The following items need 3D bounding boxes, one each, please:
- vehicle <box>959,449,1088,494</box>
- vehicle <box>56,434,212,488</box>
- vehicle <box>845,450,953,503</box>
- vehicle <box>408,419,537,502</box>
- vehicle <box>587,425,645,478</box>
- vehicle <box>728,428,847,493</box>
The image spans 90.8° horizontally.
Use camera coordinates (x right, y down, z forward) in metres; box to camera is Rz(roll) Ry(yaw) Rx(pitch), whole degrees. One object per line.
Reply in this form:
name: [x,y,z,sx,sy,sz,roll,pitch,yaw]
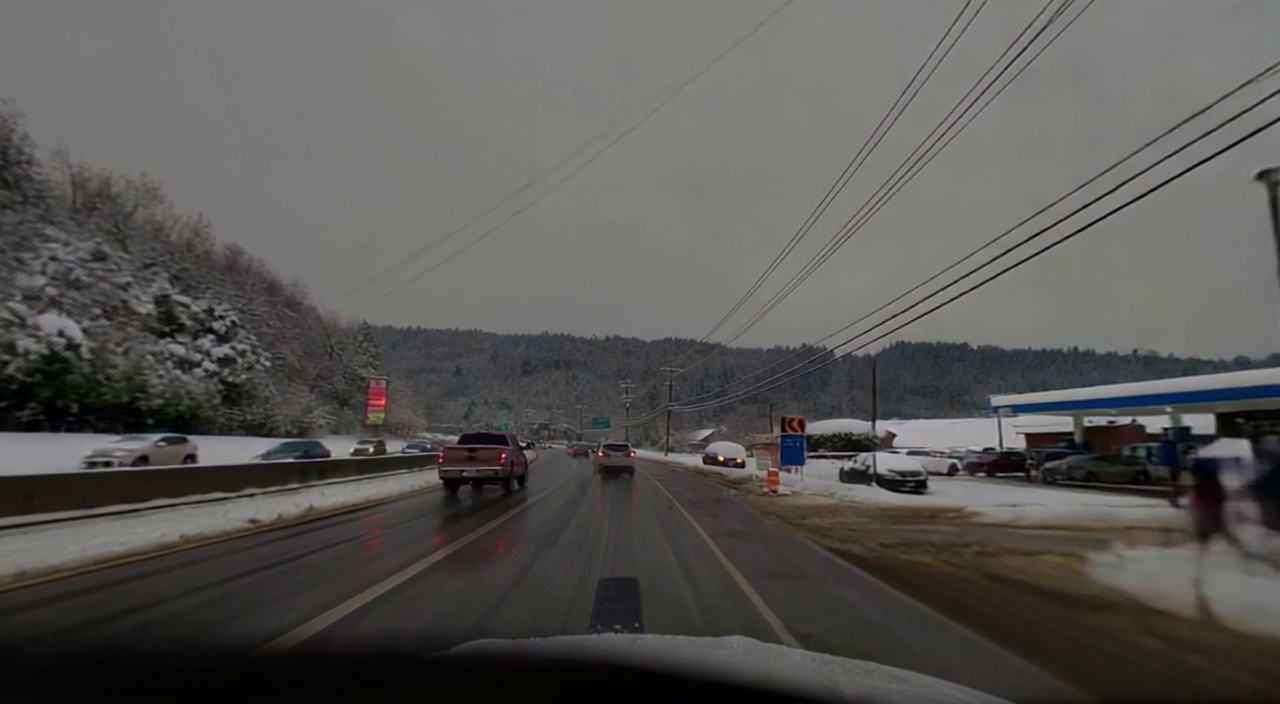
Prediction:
vehicle: [17.000,5.278,28.350,1.986,1.771,4.809,2,-9,-15]
vehicle: [-17.546,3.791,22.265,1.972,1.677,4.443,0,-9,-3]
vehicle: [8.995,4.327,22.376,1.933,1.480,4.249,2,-7,-2]
vehicle: [-4.574,3.074,18.355,2.345,2.012,5.693,0,-9,-2]
vehicle: [-1.239,4.672,29.874,2.486,2.280,5.291,1,-9,-4]
vehicle: [5.528,4.201,24.952,2.706,2.199,6.527,0,-9,-4]
